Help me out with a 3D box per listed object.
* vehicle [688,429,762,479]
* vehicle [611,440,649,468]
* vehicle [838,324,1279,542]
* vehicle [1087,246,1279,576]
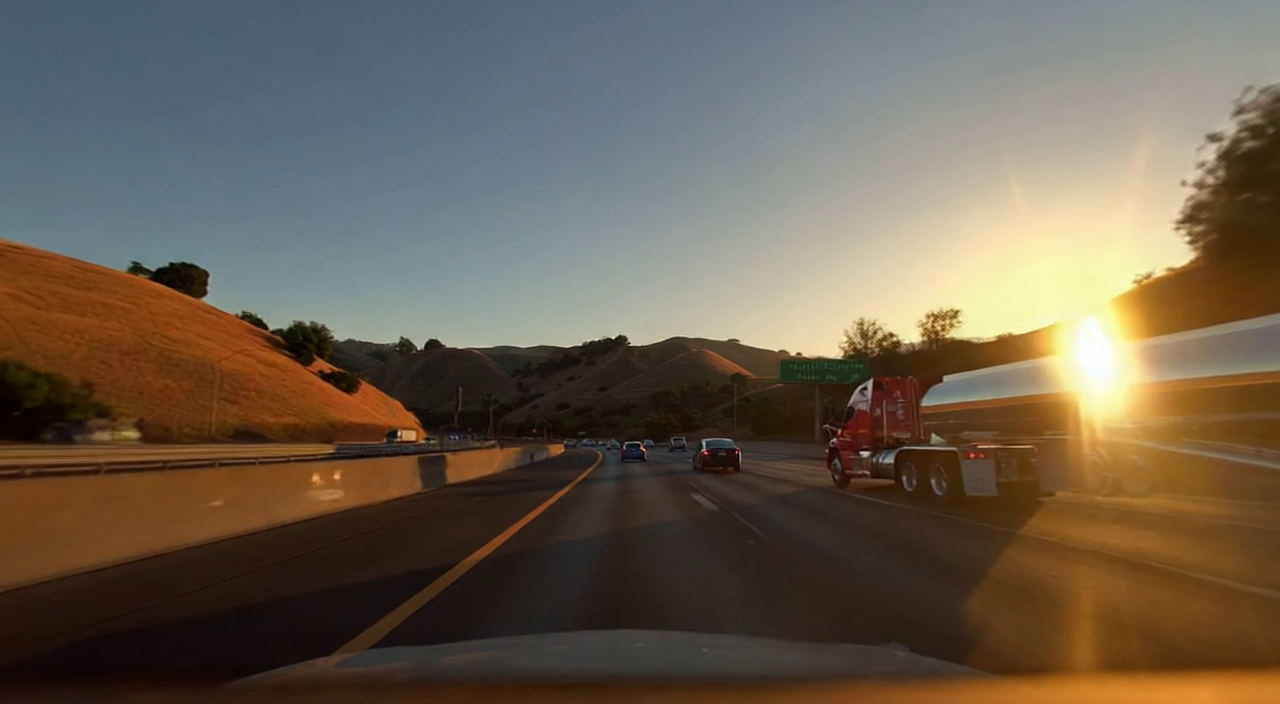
[{"bbox_3d":[3.247,4.026,25.111,2.098,1.794,4.561,0,-9,-2],"label":"vehicle"},{"bbox_3d":[-0.608,5.807,36.149,2.083,1.477,3.965,0,-9,-2],"label":"vehicle"},{"bbox_3d":[7.351,1.785,13.467,2.880,2.975,9.608,0,-9,-2],"label":"vehicle"},{"bbox_3d":[7.677,0.209,3.733,2.805,3.212,9.978,0,-9,1],"label":"vehicle"}]
